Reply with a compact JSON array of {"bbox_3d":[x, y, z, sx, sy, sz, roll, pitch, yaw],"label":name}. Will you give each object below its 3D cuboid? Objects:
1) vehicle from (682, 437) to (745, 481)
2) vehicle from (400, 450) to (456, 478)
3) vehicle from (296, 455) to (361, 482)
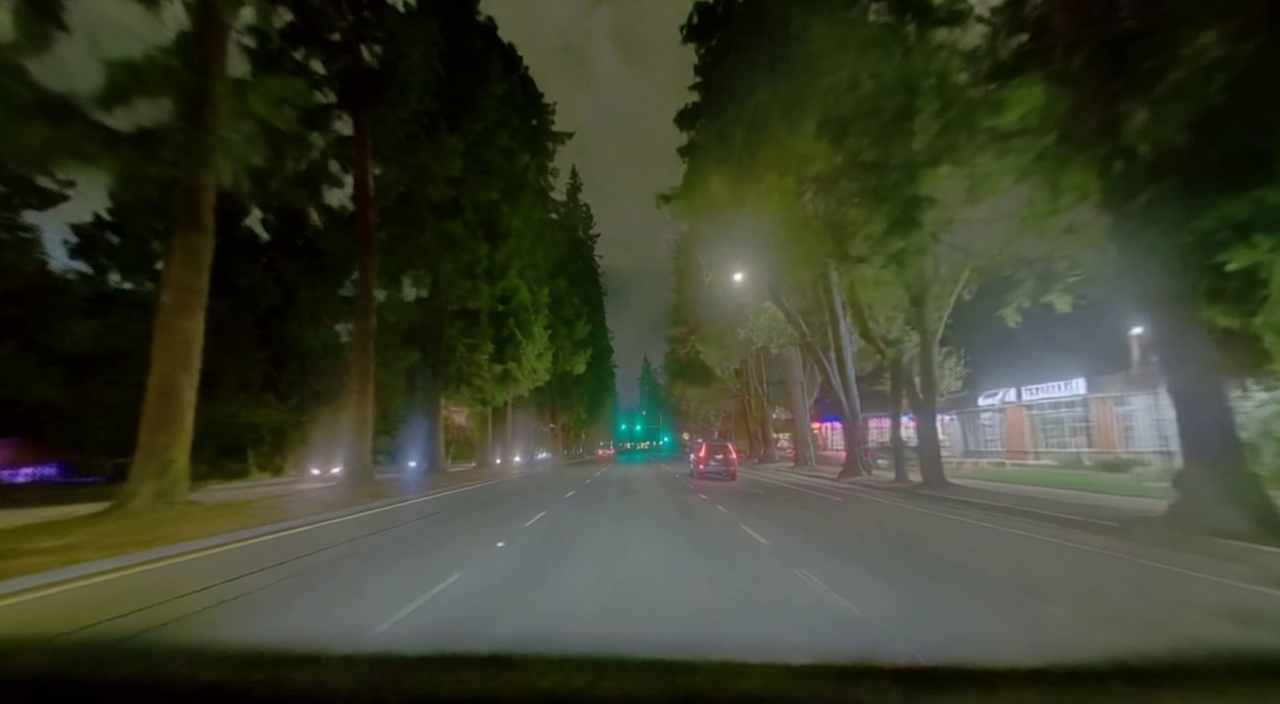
[{"bbox_3d":[3.073,4.563,27.158,2.083,1.743,4.354,0,-8,-1],"label":"vehicle"},{"bbox_3d":[-12.807,6.773,38.284,1.921,1.520,4.231,0,-8,0],"label":"vehicle"},{"bbox_3d":[-19.848,7.414,40.330,1.881,1.497,4.488,0,-8,0],"label":"vehicle"}]
